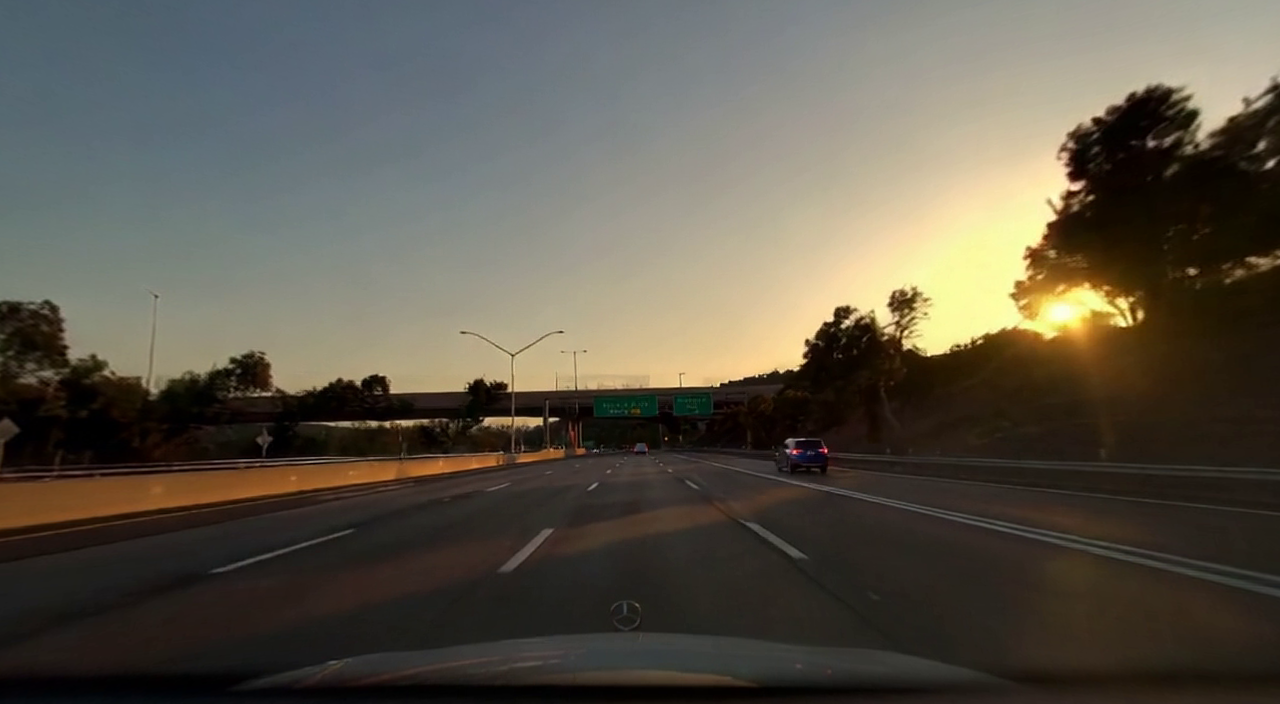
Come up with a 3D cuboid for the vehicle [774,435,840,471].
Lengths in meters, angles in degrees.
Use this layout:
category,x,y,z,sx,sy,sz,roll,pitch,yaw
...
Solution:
category,x,y,z,sx,sy,sz,roll,pitch,yaw
vehicle,8.653,5.283,33.029,2.091,1.711,4.383,0,-9,-3
